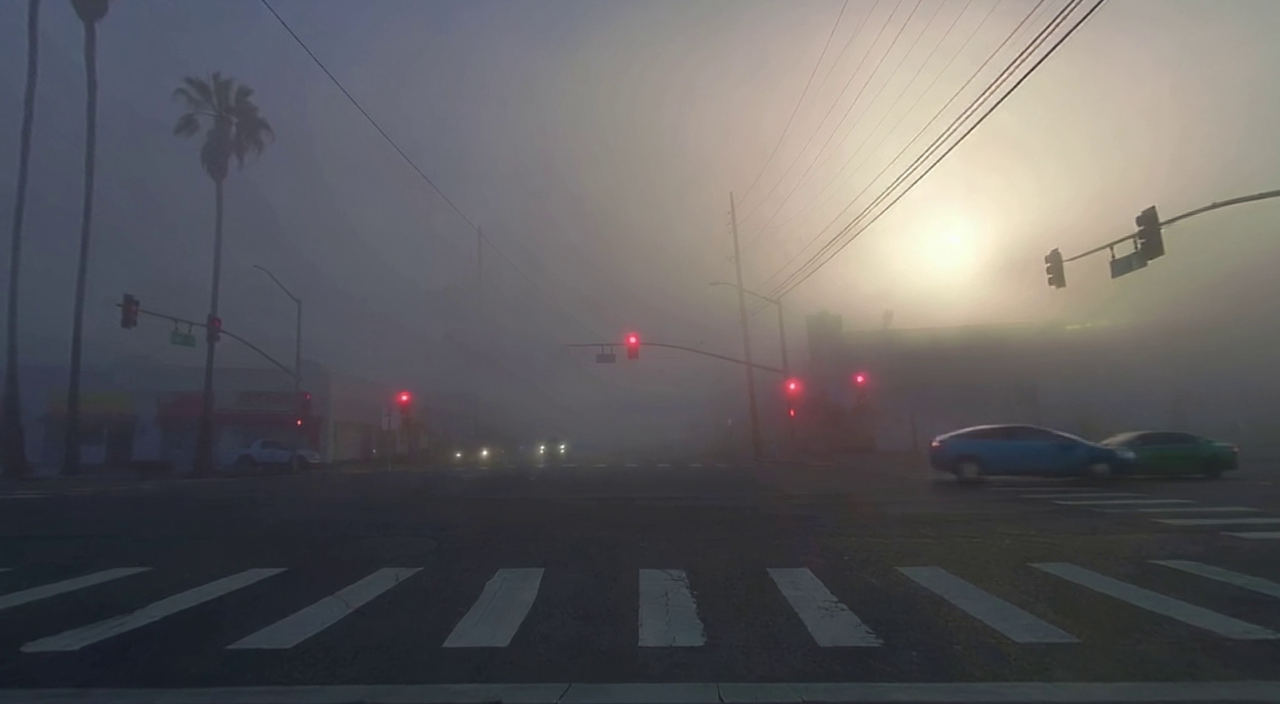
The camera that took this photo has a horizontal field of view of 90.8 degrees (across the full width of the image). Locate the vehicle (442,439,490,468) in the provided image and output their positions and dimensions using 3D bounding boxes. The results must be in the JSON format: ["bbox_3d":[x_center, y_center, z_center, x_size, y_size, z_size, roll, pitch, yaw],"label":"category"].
[{"bbox_3d":[-11.989,6.989,43.787,2.016,1.717,4.287,0,-6,1],"label":"vehicle"}]

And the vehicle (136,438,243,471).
[{"bbox_3d":[-25.930,5.922,36.448,4.613,1.820,2.021,-1,-9,3],"label":"vehicle"}]

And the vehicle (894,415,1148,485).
[{"bbox_3d":[9.406,2.468,15.963,5.094,1.490,2.223,-6,-10,34],"label":"vehicle"}]

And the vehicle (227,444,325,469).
[{"bbox_3d":[-22.330,6.425,38.843,4.849,1.444,1.881,0,-8,1],"label":"vehicle"}]

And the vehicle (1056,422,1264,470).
[{"bbox_3d":[16.941,3.093,20.846,4.918,1.479,1.897,-1,-9,8],"label":"vehicle"}]
